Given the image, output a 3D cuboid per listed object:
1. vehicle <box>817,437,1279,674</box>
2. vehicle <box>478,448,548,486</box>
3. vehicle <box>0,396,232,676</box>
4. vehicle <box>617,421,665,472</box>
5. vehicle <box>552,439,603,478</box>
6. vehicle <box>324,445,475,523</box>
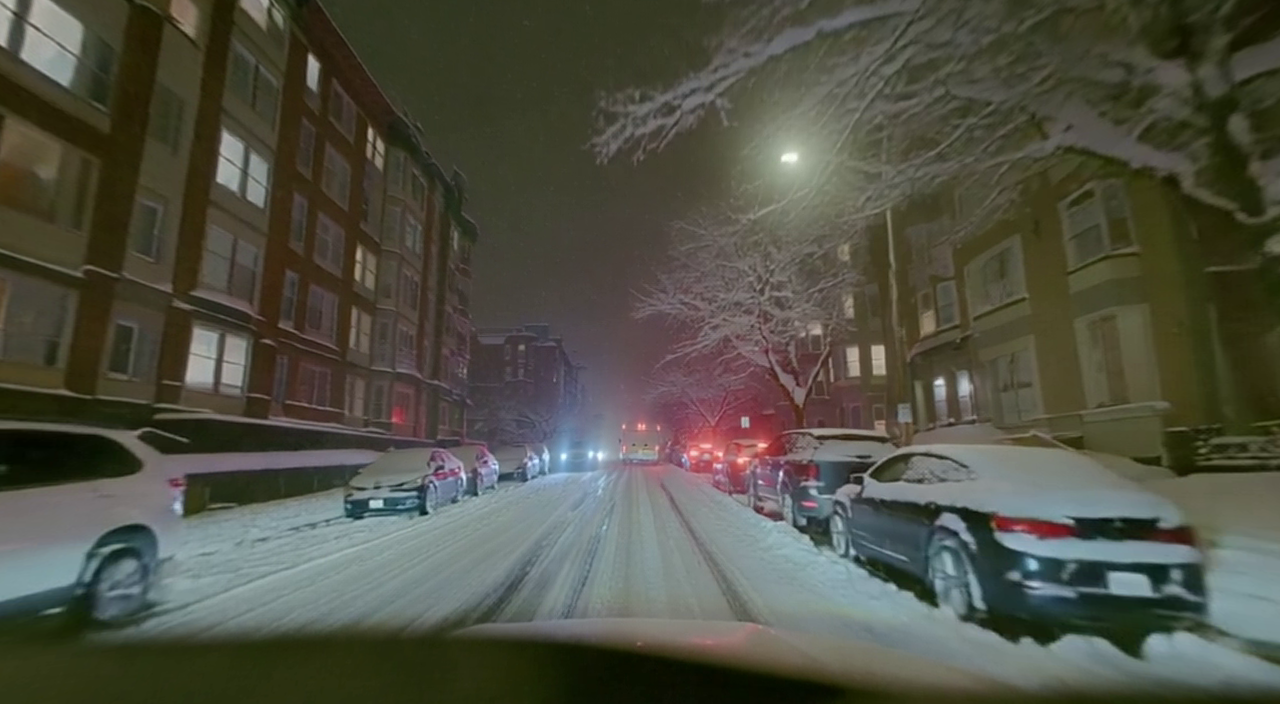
[{"bbox_3d":[3.365,1.642,6.319,1.913,1.434,4.408,2,-8,0],"label":"vehicle"},{"bbox_3d":[-5.331,4.874,27.148,2.047,1.471,4.647,0,-8,0],"label":"vehicle"},{"bbox_3d":[-5.289,1.180,3.920,2.131,1.821,4.976,0,-8,0],"label":"vehicle"},{"bbox_3d":[-0.090,6.257,41.813,2.754,3.008,7.730,0,-9,-3],"label":"vehicle"},{"bbox_3d":[-2.992,5.209,31.170,2.029,1.802,4.229,0,-8,1],"label":"vehicle"},{"bbox_3d":[-5.455,3.010,15.009,1.921,1.482,4.280,-2,-8,0],"label":"vehicle"}]
